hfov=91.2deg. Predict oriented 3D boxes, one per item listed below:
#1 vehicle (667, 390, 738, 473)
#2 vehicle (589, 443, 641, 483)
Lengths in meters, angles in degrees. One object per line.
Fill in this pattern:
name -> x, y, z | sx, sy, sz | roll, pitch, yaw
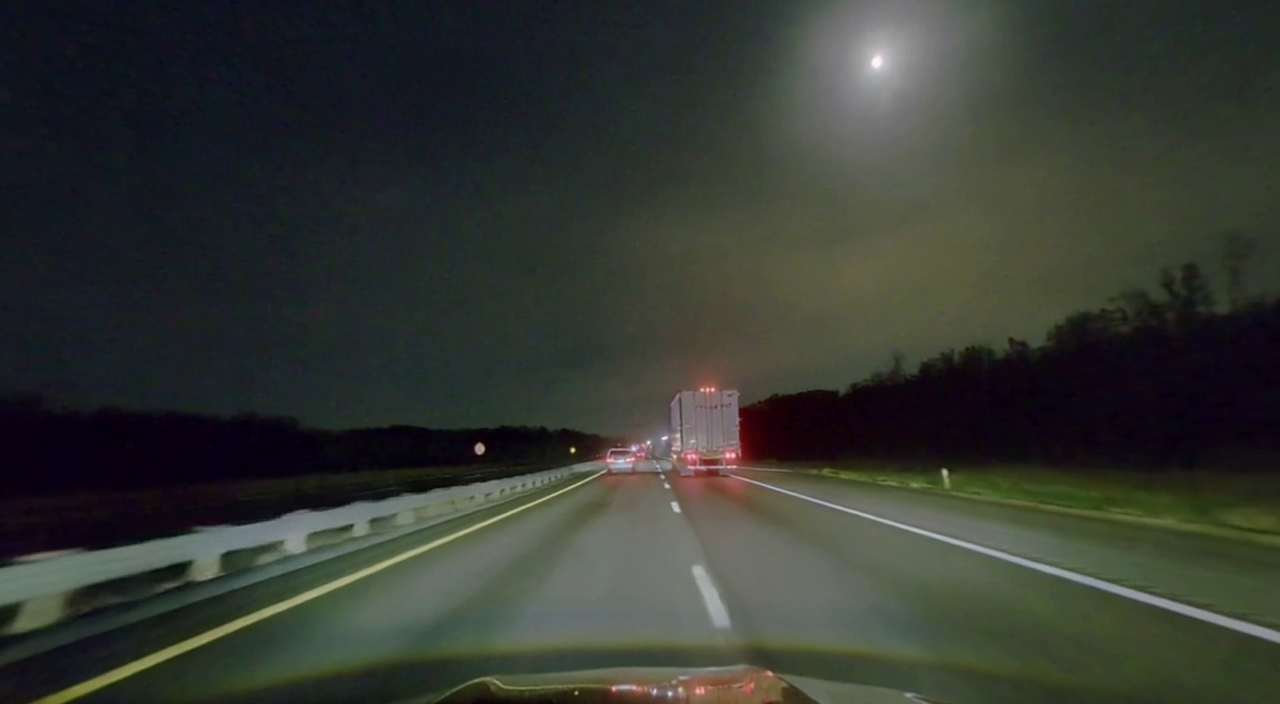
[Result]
vehicle -> 3.527, 5.200, 39.475 | 3.167, 4.180, 14.924 | 1, -9, 1
vehicle -> -1.102, 5.156, 29.385 | 2.160, 1.691, 4.243 | -1, -9, 1
